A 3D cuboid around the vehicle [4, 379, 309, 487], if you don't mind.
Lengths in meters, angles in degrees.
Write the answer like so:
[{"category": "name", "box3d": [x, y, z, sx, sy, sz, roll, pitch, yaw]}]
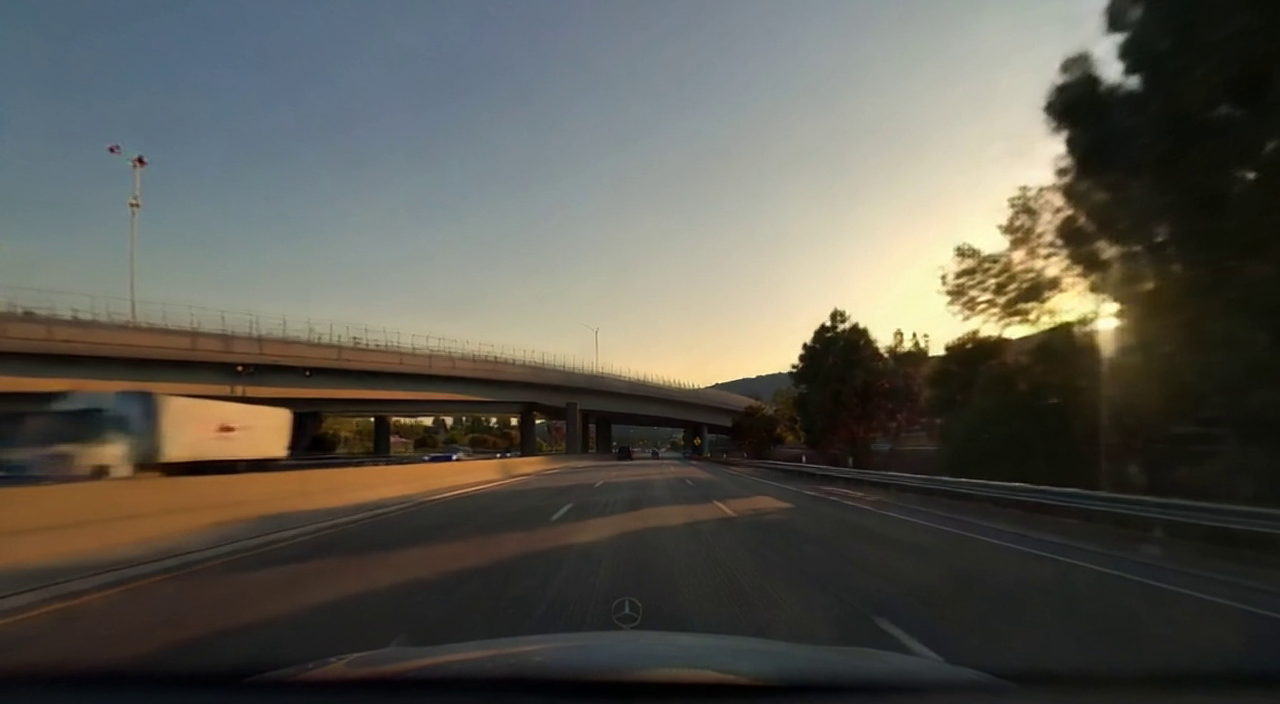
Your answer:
[{"category": "vehicle", "box3d": [-18.096, 3.415, 25.518, 2.803, 3.326, 11.973, 0, -9, 0]}]
